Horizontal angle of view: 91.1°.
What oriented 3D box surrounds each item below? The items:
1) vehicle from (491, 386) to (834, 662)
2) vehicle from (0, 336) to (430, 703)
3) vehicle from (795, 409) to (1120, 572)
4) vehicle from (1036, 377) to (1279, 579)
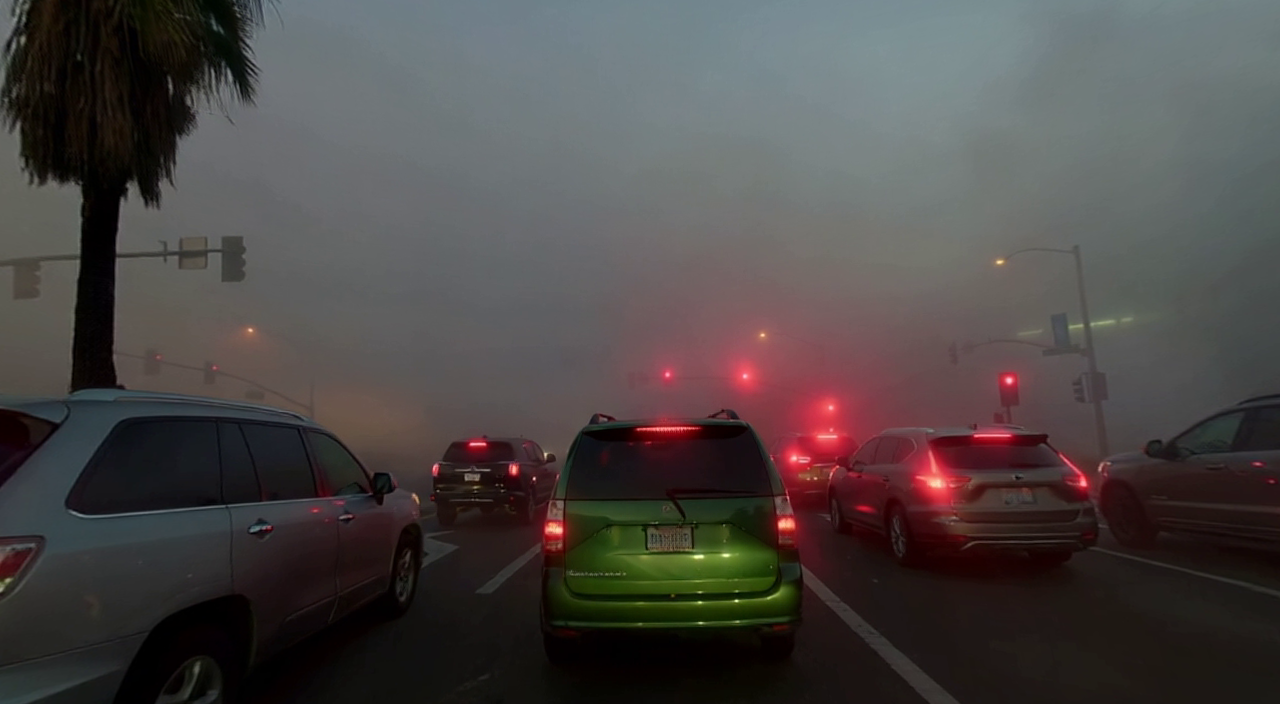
[{"bbox_3d":[0.170,1.375,6.046,2.123,1.704,4.128,0,-9,1],"label":"vehicle"},{"bbox_3d":[-3.160,1.087,3.902,2.171,1.702,4.416,0,-9,0],"label":"vehicle"},{"bbox_3d":[4.012,1.857,9.301,2.072,1.704,5.170,0,-9,0],"label":"vehicle"},{"bbox_3d":[7.335,1.335,6.862,2.337,1.925,5.728,0,-8,1],"label":"vehicle"}]
